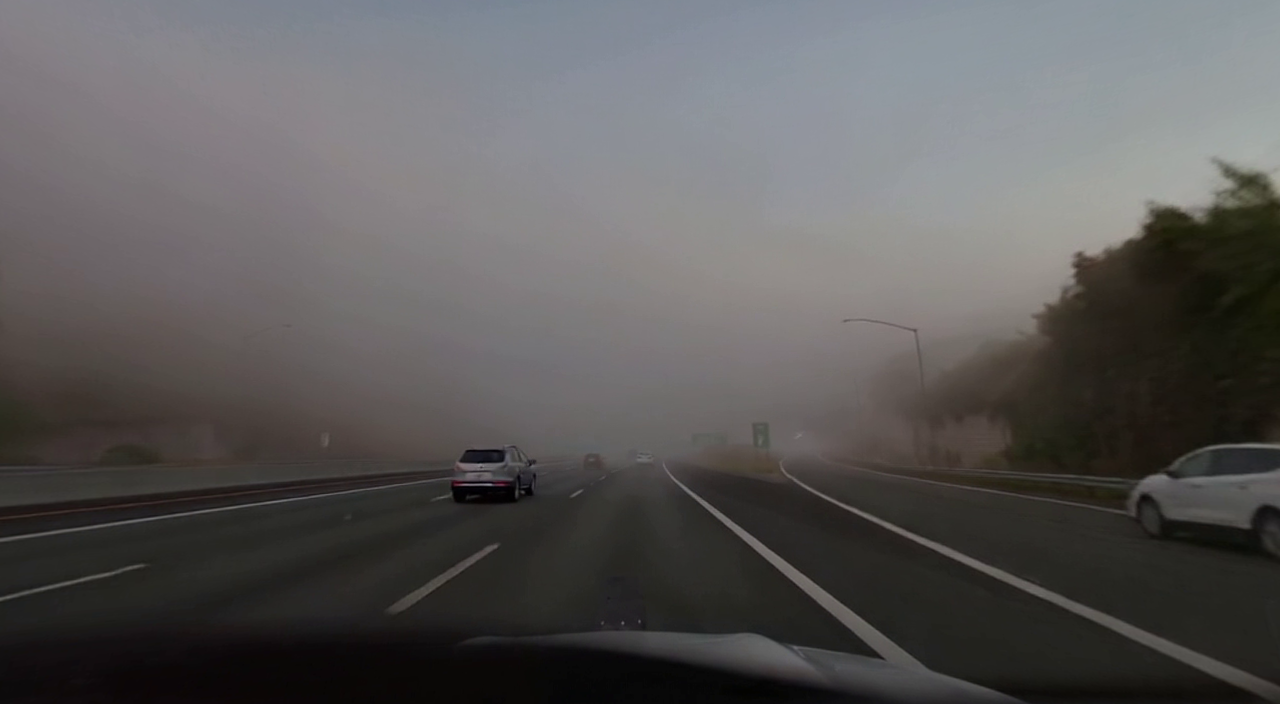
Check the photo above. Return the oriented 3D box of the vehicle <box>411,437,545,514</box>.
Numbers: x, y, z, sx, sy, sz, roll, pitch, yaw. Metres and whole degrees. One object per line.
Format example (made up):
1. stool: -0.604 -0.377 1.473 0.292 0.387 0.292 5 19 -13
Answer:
1. vehicle: -3.911 3.075 16.156 2.263 1.696 4.321 0 -9 0

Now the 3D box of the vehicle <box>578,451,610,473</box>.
1. vehicle: -3.403 8.149 46.902 1.997 1.540 3.906 0 -9 1

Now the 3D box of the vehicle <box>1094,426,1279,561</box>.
1. vehicle: 8.543 1.797 8.253 2.020 1.548 4.715 -1 -9 6
